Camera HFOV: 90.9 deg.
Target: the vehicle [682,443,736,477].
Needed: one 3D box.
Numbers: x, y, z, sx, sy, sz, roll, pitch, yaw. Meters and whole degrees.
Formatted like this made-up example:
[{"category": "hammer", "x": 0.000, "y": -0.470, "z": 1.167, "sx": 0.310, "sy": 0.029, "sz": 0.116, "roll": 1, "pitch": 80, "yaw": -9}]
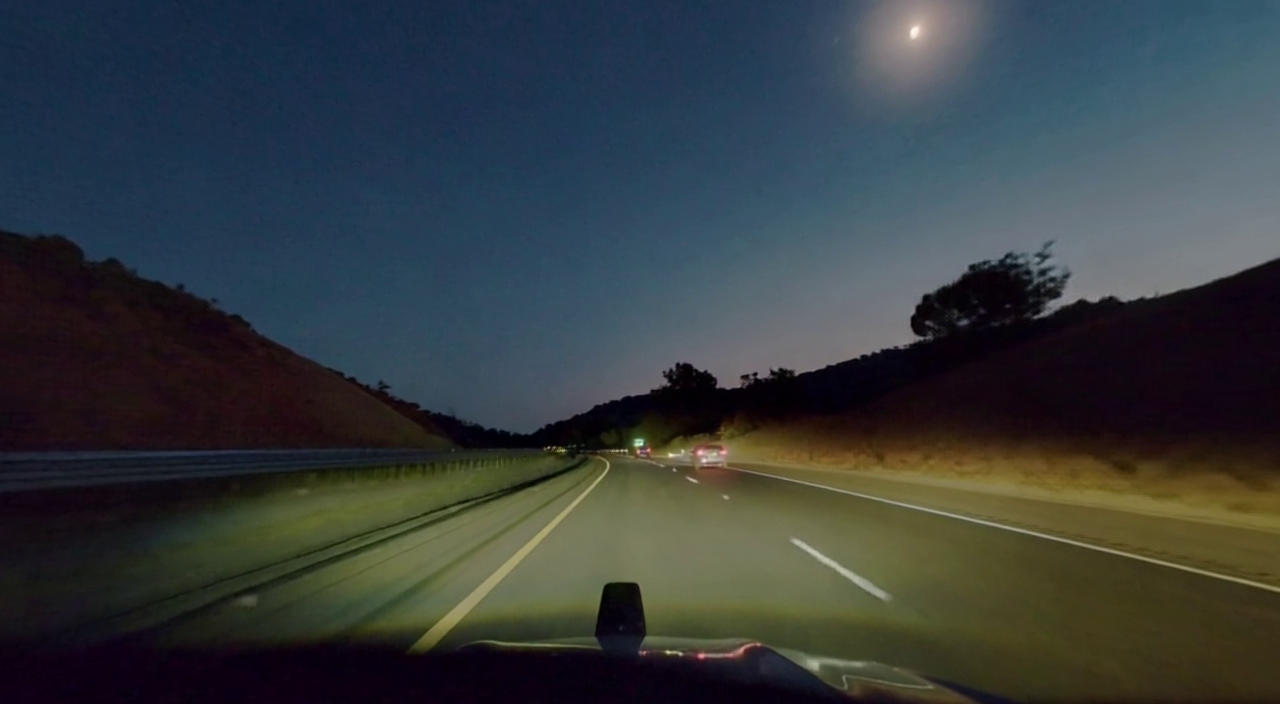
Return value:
[{"category": "vehicle", "x": 3.294, "y": 5.239, "z": 30.985, "sx": 1.960, "sy": 1.516, "sz": 4.657, "roll": 0, "pitch": -8, "yaw": -2}]
